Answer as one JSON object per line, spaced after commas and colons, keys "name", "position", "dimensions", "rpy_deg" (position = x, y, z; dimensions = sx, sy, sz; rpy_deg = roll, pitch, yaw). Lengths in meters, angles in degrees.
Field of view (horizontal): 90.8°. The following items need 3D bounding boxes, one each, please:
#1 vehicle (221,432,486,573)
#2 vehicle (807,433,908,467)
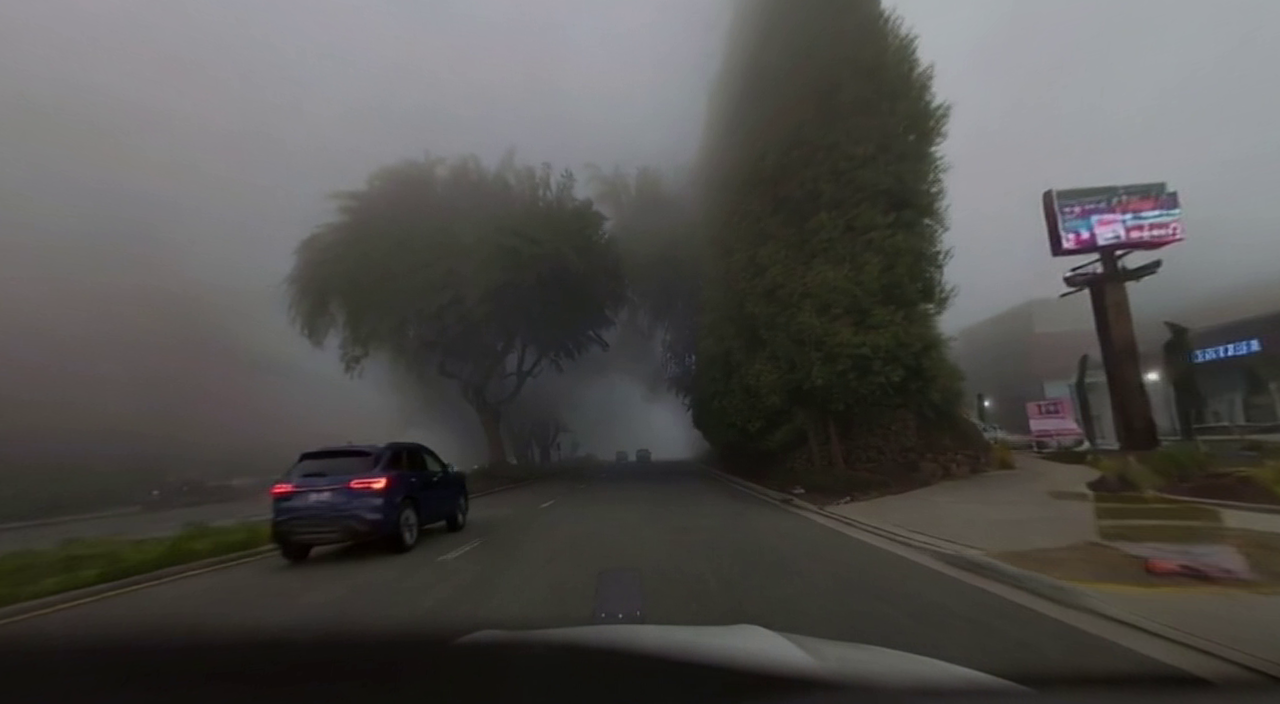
{"name": "vehicle", "position": [-4.194, 2.252, 10.366], "dimensions": [2.147, 1.745, 4.648], "rpy_deg": [0, -8, 0]}
{"name": "vehicle", "position": [11.536, 5.225, 33.737], "dimensions": [4.577, 1.750, 2.115], "rpy_deg": [0, -9, -3]}
